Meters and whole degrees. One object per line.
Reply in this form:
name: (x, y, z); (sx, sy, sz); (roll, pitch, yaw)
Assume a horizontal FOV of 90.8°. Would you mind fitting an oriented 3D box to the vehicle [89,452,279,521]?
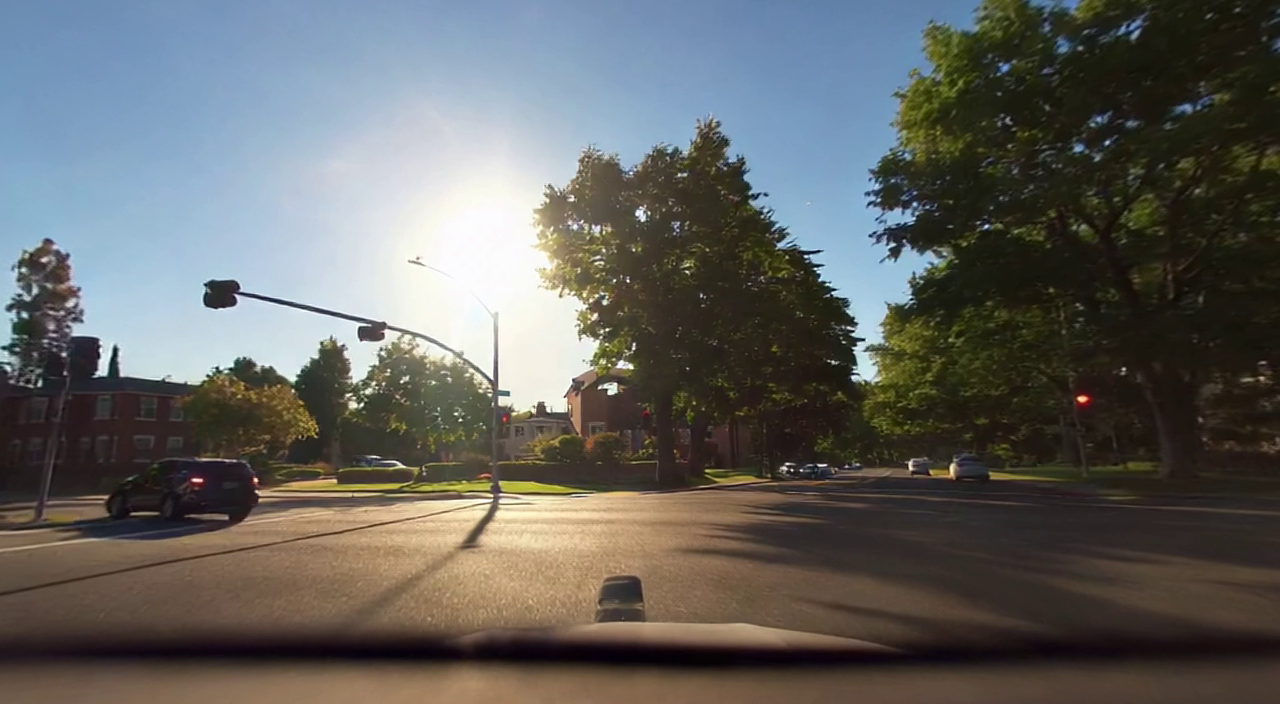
vehicle: (-12.004, 3.444, 16.679); (4.247, 1.591, 2.093); (-4, -9, 24)
